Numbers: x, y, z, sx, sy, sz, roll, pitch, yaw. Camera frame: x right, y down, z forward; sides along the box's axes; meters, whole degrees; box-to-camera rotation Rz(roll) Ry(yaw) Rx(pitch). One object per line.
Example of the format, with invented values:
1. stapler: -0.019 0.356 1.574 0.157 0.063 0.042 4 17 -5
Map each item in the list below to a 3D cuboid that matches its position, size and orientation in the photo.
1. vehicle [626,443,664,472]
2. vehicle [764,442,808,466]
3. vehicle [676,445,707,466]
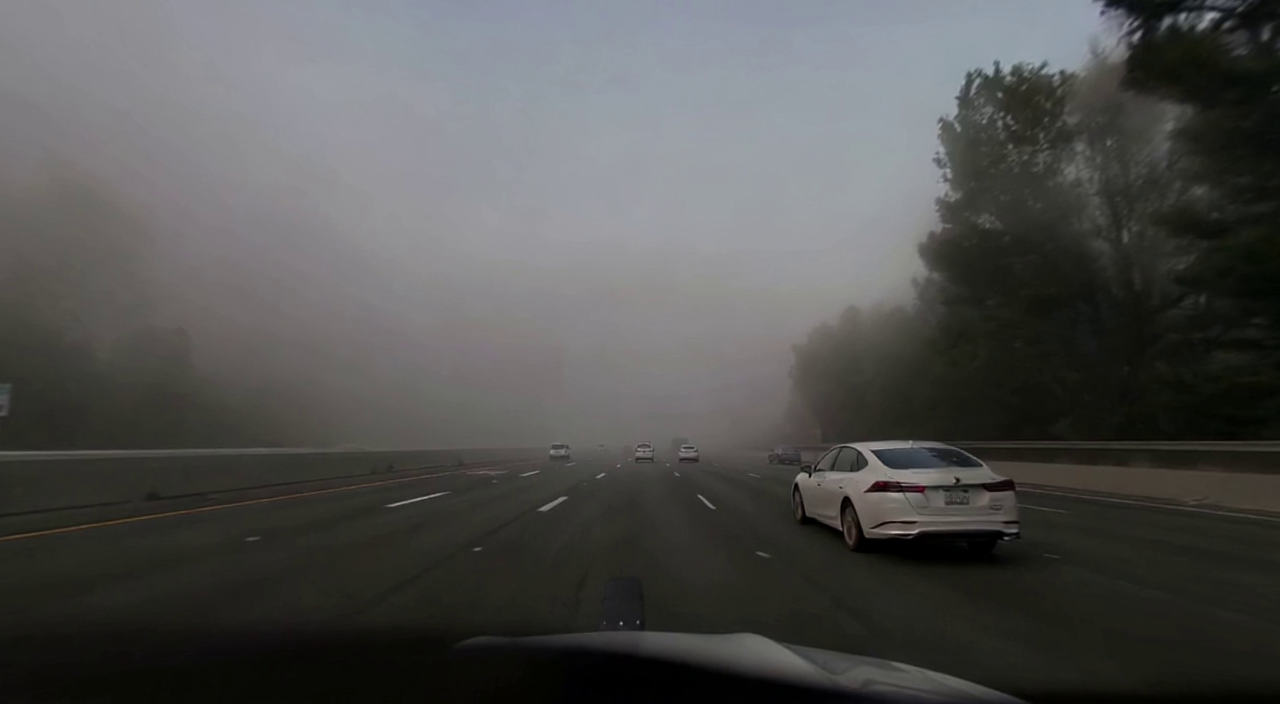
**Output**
1. vehicle: 0.312 6.063 36.322 2.066 1.562 4.198 0 -9 1
2. vehicle: 11.086 7.779 48.098 2.214 1.761 4.663 0 -9 0
3. vehicle: 3.923 7.944 48.444 2.076 1.506 4.050 0 -9 1
